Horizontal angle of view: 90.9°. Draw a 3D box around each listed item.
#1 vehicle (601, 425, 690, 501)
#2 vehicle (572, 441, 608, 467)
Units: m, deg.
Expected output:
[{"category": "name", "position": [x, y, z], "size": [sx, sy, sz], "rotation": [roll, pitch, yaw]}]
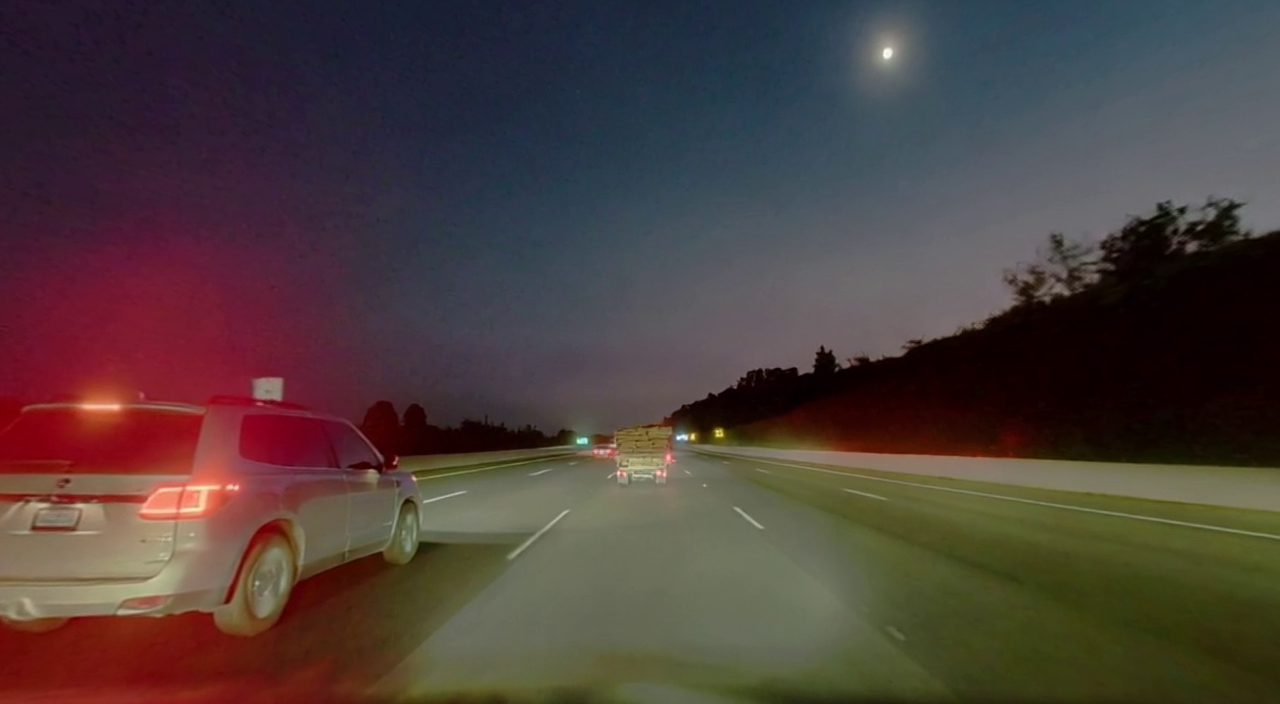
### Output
[{"category": "vehicle", "position": [0.118, 2.974, 17.324], "size": [2.114, 1.787, 4.365], "rotation": [0, -8, 0]}, {"category": "vehicle", "position": [-3.199, 6.585, 40.987], "size": [1.927, 1.555, 3.959], "rotation": [0, -8, 1]}]
